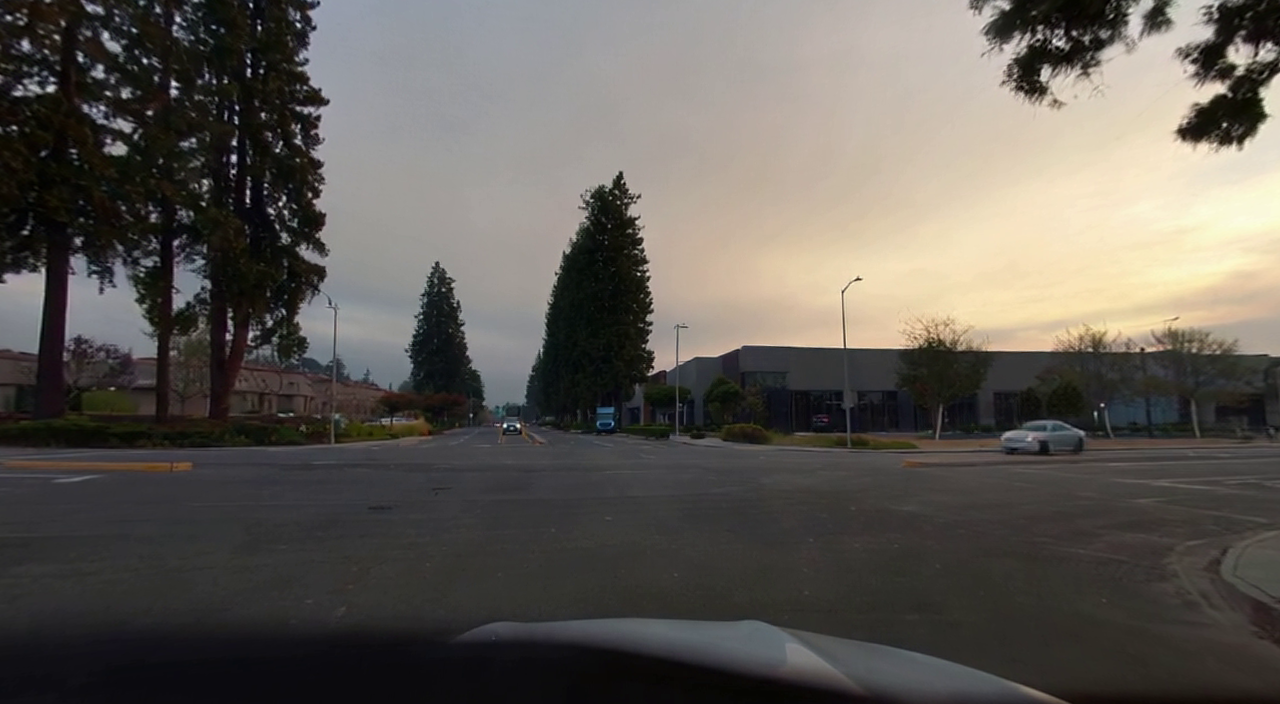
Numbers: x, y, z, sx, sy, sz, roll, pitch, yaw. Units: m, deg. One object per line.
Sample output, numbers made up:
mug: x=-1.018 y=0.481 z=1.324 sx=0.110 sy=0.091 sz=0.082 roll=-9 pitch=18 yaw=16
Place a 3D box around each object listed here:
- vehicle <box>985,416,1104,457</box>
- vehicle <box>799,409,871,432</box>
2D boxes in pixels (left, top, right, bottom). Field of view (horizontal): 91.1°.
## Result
vehicle: x=19.496 y=4.093 z=30.234 sx=5.333 sy=1.837 sz=2.124 roll=4 pitch=-9 yaw=-24
vehicle: x=13.666 y=4.854 z=44.020 sx=4.674 sy=1.483 sz=1.745 roll=3 pitch=-9 yaw=-21
